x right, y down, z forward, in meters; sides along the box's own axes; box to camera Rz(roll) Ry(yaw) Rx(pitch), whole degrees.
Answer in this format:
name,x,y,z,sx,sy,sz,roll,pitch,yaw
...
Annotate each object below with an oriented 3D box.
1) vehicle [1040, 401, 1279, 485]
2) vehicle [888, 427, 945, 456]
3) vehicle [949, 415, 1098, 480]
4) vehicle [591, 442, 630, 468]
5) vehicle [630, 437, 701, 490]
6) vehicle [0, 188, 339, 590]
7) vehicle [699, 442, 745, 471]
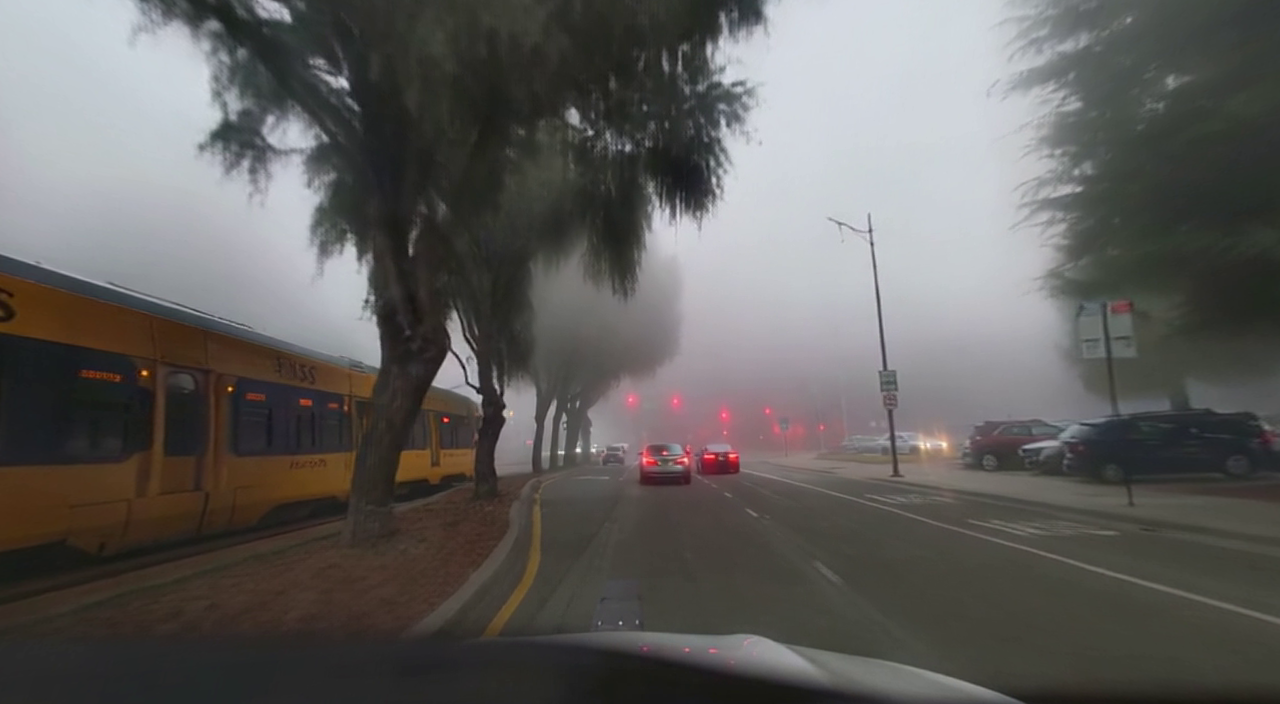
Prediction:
name,x,y,z,sx,sy,sz,roll,pitch,yaw
vehicle,13.801,2.497,17.279,2.145,1.911,5.581,0,-8,1
vehicle,19.832,6.454,45.508,2.116,1.937,4.515,0,-8,2
vehicle,14.034,3.439,23.659,2.221,2.116,5.535,0,-6,2
vehicle,-1.719,6.269,38.713,2.118,1.478,4.076,0,-8,1
vehicle,0.759,3.484,20.082,2.002,1.471,4.337,0,-8,1
vehicle,-7.396,0.271,5.275,2.897,3.700,13.528,0,-7,1
vehicle,4.393,5.650,34.410,1.944,1.447,4.392,0,-8,0
